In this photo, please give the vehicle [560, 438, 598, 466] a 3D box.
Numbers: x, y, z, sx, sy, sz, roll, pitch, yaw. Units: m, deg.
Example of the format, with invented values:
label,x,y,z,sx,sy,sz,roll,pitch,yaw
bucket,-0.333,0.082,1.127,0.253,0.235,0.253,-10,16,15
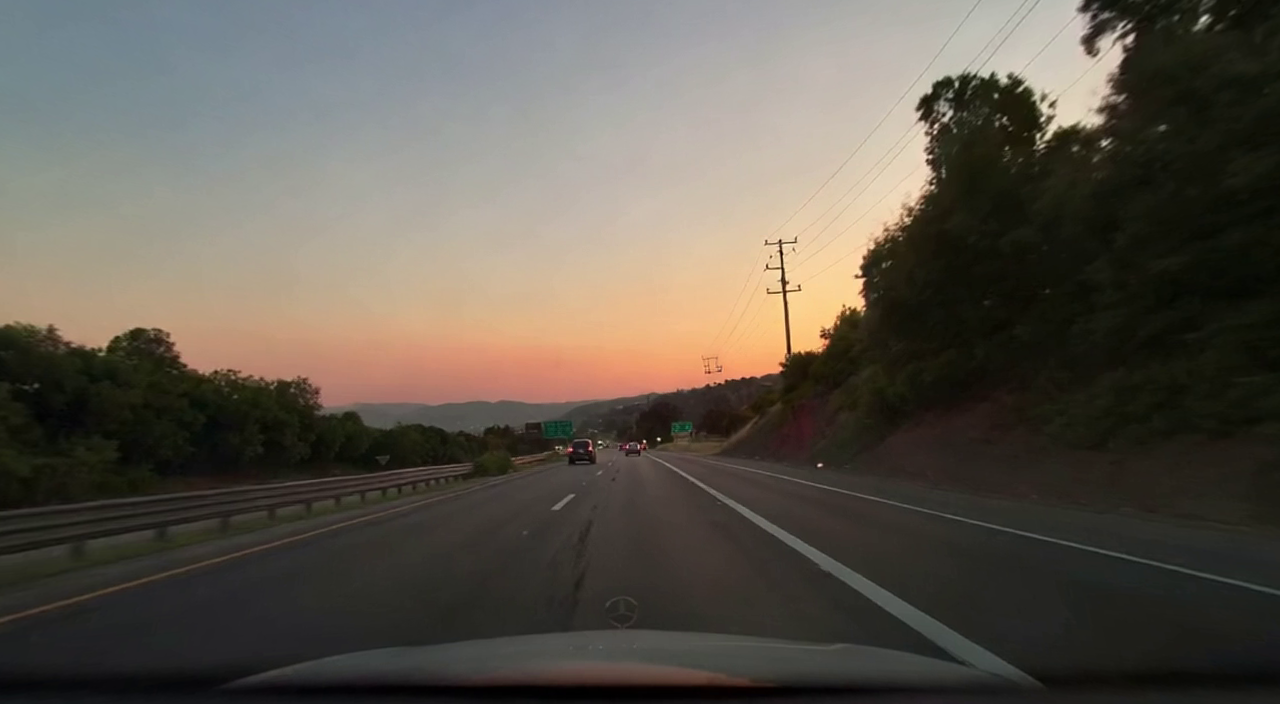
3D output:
label,x,y,z,sx,sy,sz,roll,pitch,yaw
vehicle,-4.208,6.993,44.356,2.130,1.823,4.761,0,-8,1
